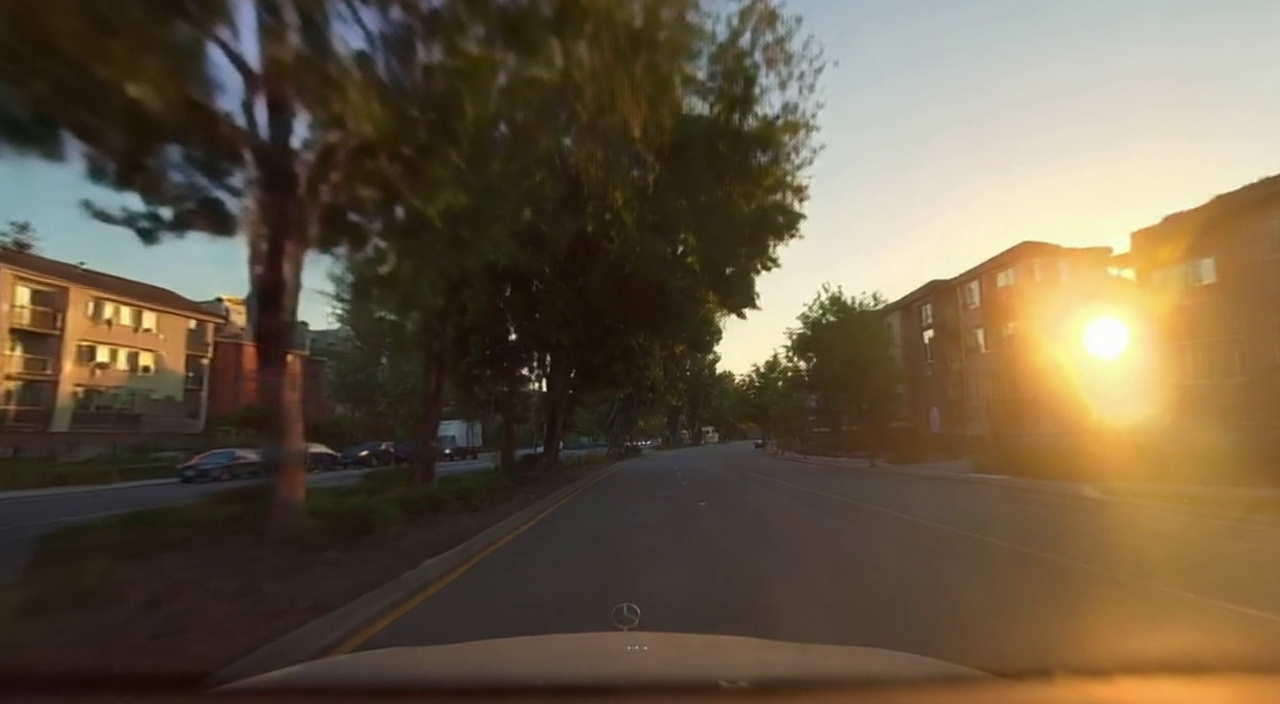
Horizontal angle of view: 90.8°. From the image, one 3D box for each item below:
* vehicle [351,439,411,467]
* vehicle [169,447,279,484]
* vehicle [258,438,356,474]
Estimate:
[{"bbox_3d":[-18.129,7.085,44.487,2.001,1.836,4.746,-1,-8,2],"label":"vehicle"},{"bbox_3d":[-18.775,5.100,28.782,1.880,1.457,4.487,-3,-8,2],"label":"vehicle"},{"bbox_3d":[-18.384,5.785,35.224,2.295,1.809,5.236,-2,-9,4],"label":"vehicle"}]
